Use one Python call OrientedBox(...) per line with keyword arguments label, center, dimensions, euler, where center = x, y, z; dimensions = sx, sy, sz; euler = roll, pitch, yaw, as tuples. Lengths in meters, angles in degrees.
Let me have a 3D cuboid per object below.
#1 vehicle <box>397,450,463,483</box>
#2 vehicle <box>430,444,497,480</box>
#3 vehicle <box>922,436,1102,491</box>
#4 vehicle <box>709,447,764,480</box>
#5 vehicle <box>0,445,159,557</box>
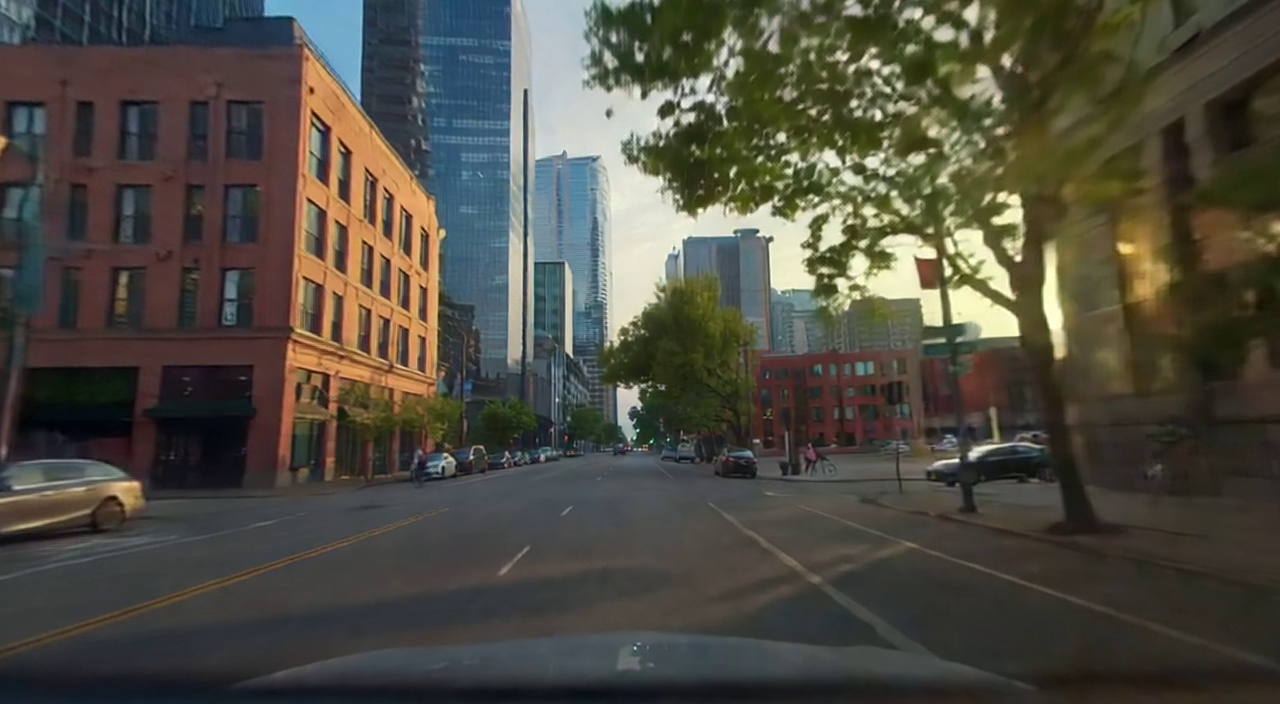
OrientedBox(label="vehicle", center=(-11.299, 6.171, 34.317), dimensions=(1.992, 1.629, 4.773), euler=(0, -9, -1))
OrientedBox(label="vehicle", center=(-11.139, 6.963, 40.453), dimensions=(2.574, 1.922, 6.292), euler=(-4, -8, -2))
OrientedBox(label="vehicle", center=(11.541, 3.480, 19.845), dimensions=(4.380, 1.608, 1.942), euler=(0, -9, 0))
OrientedBox(label="vehicle", center=(4.704, 5.466, 31.320), dimensions=(1.929, 1.522, 4.543), euler=(0, -9, -1))
OrientedBox(label="vehicle", center=(-10.912, 2.520, 10.804), dimensions=(1.977, 1.697, 4.285), euler=(-2, -10, 0))
